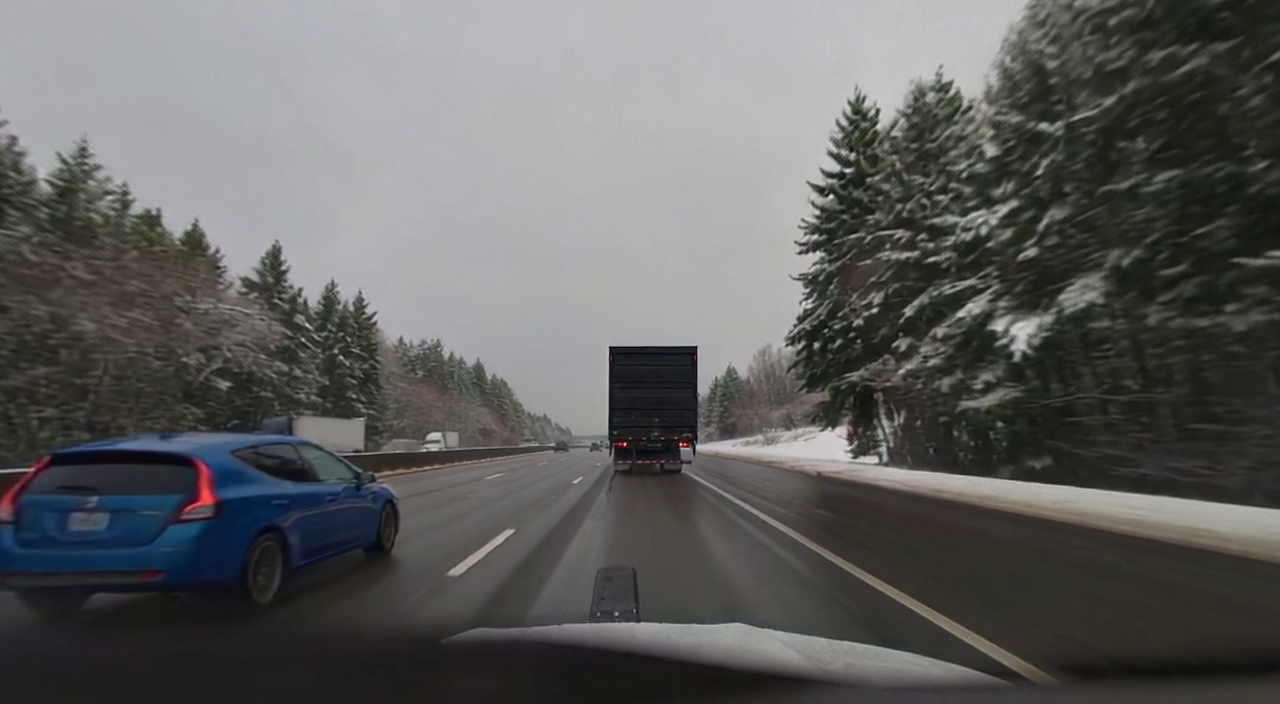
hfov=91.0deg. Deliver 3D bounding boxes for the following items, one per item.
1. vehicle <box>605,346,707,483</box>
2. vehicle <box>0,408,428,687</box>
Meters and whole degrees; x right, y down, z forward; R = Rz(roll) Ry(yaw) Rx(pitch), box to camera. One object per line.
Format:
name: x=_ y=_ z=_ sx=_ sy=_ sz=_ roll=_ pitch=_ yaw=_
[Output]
vehicle: x=0.442 y=2.641 z=24.564 sx=3.073 sy=4.196 sz=10.546 roll=0 pitch=-8 yaw=0
vehicle: x=-3.586 y=1.397 z=5.696 sx=1.854 sy=1.530 sz=4.268 roll=0 pitch=-8 yaw=0
